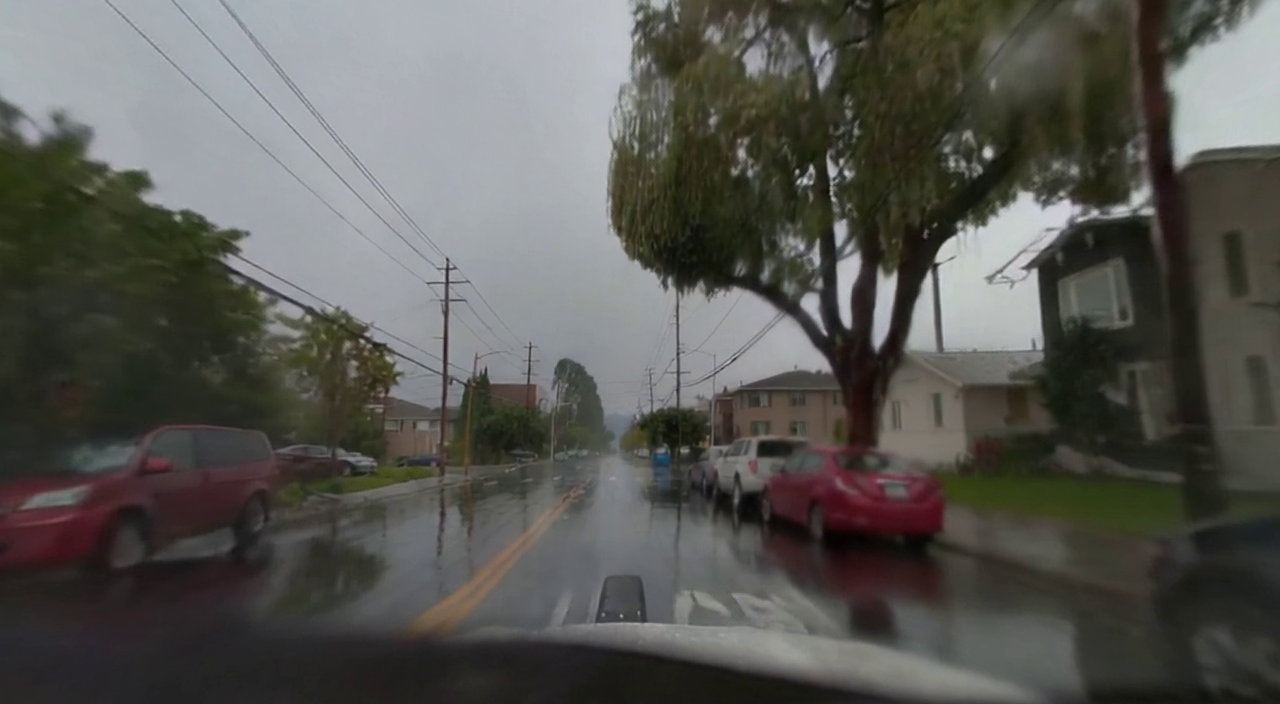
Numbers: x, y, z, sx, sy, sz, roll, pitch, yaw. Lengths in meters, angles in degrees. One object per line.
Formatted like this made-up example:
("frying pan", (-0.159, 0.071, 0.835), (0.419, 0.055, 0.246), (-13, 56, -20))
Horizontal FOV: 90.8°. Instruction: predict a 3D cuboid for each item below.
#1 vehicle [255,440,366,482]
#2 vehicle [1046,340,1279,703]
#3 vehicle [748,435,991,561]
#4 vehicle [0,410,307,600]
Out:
("vehicle", (-17.207, 5.650, 33.140), (4.822, 1.868, 2.015), (4, -10, -39))
("vehicle", (3.354, 0.713, 1.509), (1.936, 1.756, 4.127), (0, -9, -1))
("vehicle", (3.294, 2.207, 10.363), (1.895, 1.537, 4.844), (1, -9, -4))
("vehicle", (-6.724, 1.843, 8.584), (1.992, 1.853, 4.561), (0, -8, -2))
